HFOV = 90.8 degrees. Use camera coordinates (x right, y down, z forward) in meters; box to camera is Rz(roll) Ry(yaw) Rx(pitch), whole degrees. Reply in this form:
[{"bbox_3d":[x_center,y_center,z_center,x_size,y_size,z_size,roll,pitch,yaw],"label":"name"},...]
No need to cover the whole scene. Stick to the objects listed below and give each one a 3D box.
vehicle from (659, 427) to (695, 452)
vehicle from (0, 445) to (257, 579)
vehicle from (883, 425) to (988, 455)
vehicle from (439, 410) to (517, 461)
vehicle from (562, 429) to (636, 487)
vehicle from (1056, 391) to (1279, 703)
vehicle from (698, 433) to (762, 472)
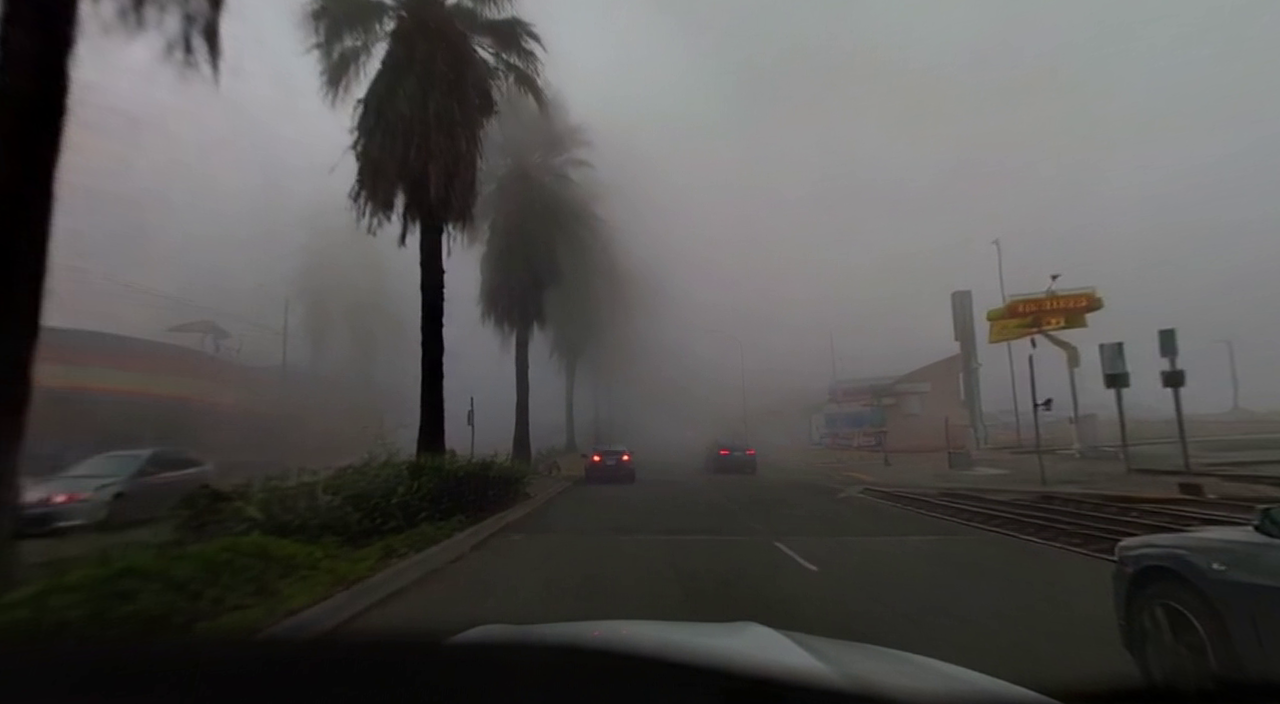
[{"bbox_3d":[2.812,6.844,48.909,2.299,1.803,5.434,0,-9,-1],"label":"vehicle"},{"bbox_3d":[-8.117,2.107,9.085,2.052,1.483,4.751,-1,-9,3],"label":"vehicle"},{"bbox_3d":[14.710,4.414,31.602,4.293,1.438,1.773,0,-9,1],"label":"vehicle"},{"bbox_3d":[-10.527,5.592,42.077,2.662,2.995,8.344,0,-8,3],"label":"vehicle"},{"bbox_3d":[-1.293,3.206,19.309,2.021,1.550,4.090,0,-9,-5],"label":"vehicle"},{"bbox_3d":[3.481,0.761,1.583,1.987,1.474,4.198,0,-9,0],"label":"vehicle"},{"bbox_3d":[3.574,4.072,25.748,1.889,1.448,4.262,0,-9,-1],"label":"vehicle"}]
